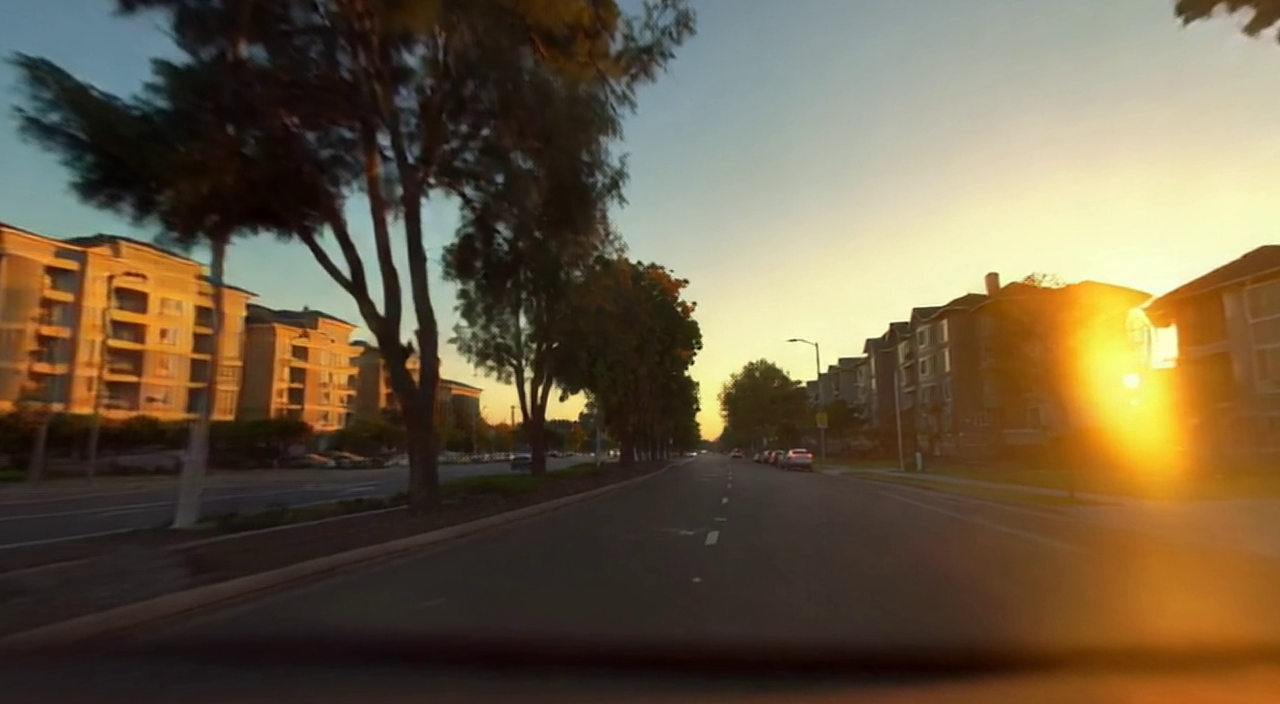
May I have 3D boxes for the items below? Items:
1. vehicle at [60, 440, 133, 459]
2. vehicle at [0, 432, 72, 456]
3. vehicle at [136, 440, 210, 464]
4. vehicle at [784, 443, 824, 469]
[{"bbox_3d":[-41.807,7.513,48.416,4.394,1.451,1.861,-2,-9,12],"label":"vehicle"},{"bbox_3d":[-48.085,7.306,49.817,4.744,1.812,2.018,-2,-9,12],"label":"vehicle"},{"bbox_3d":[-34.765,7.451,46.841,4.334,1.686,1.925,-2,-9,13],"label":"vehicle"},{"bbox_3d":[12.644,8.064,48.861,2.241,1.877,4.810,-1,-9,6],"label":"vehicle"}]
